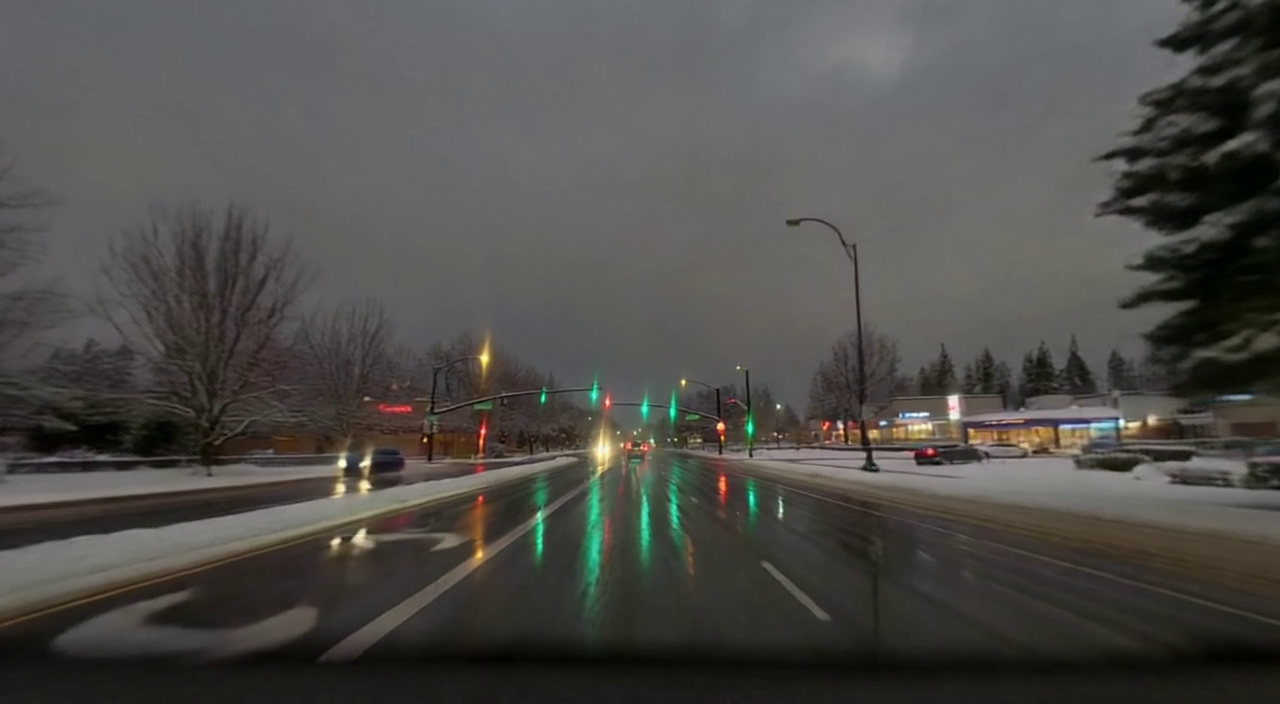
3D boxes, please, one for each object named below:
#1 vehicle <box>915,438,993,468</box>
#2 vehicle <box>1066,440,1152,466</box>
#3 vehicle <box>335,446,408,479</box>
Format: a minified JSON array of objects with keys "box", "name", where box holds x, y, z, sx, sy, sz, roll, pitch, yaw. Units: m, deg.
[{"box":[19.384,6.202,38.950,4.717,1.714,1.985,5,-10,-31],"name":"vehicle"},{"box":[32.449,6.999,43.828,4.335,1.675,1.885,0,-9,2],"name":"vehicle"},{"box":[-15.725,6.478,37.355,2.102,1.800,4.849,0,-9,1],"name":"vehicle"}]
